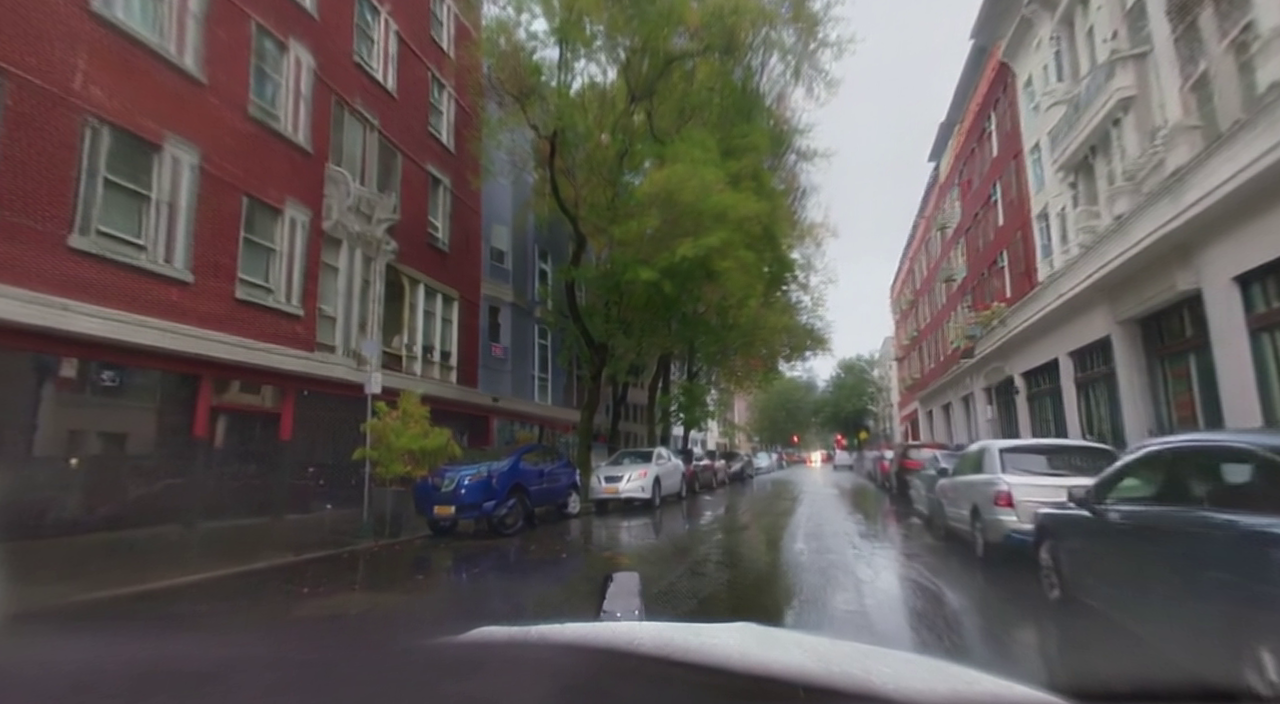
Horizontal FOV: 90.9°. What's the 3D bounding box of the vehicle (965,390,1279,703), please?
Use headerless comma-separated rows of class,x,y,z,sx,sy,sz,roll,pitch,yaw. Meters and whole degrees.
vehicle,3.179,1.016,3.031,1.925,1.481,4.653,-3,-8,16

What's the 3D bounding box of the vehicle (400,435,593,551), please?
vehicle,-2.189,2.186,10.443,1.875,1.564,2.982,-3,-8,16

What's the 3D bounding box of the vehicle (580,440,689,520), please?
vehicle,0.006,3.231,16.577,1.867,1.519,3.920,-1,-4,16
